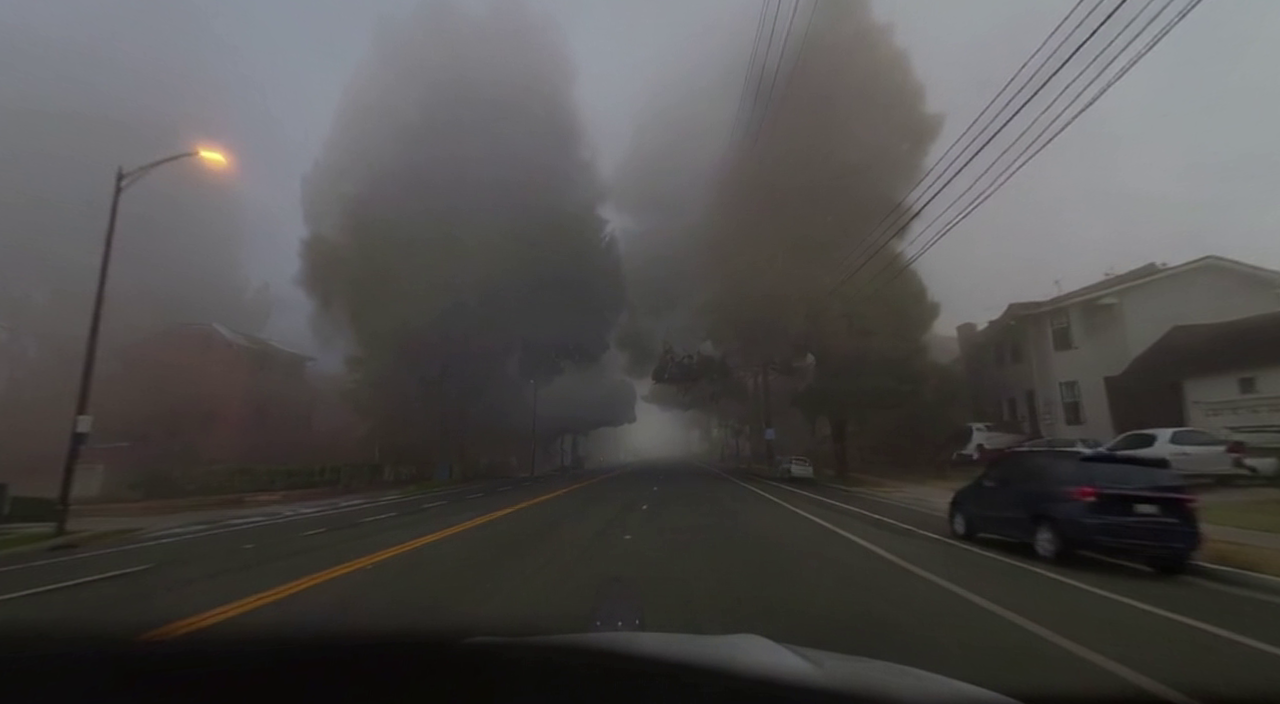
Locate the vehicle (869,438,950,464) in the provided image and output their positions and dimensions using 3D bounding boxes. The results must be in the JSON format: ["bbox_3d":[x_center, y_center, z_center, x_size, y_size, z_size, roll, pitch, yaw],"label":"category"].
[{"bbox_3d":[17.238,6.392,40.595,4.293,1.640,1.861,0,-10,2],"label":"vehicle"}]

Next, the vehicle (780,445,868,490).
[{"bbox_3d":[6.815,4.309,23.927,1.938,1.464,4.390,-1,-8,0],"label":"vehicle"}]

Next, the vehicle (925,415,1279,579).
[{"bbox_3d":[5.966,1.819,8.594,1.971,1.558,4.895,-1,-10,1],"label":"vehicle"}]
